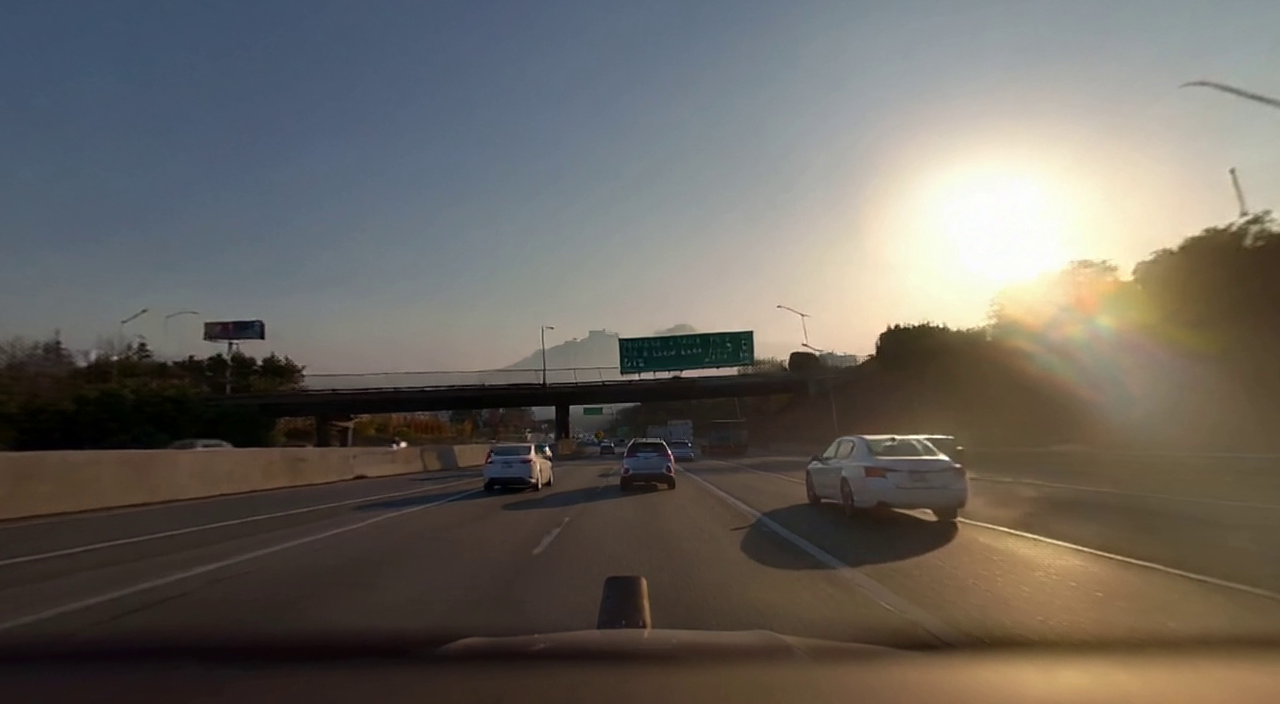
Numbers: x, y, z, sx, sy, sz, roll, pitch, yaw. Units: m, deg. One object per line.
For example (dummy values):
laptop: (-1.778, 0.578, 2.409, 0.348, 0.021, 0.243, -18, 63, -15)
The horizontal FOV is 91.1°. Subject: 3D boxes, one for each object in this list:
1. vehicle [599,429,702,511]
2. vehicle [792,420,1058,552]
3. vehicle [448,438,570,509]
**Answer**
vehicle: (0.229, 2.705, 14.846, 2.099, 1.640, 4.134, 0, -8, 0)
vehicle: (4.071, 1.990, 9.997, 2.210, 1.625, 4.249, 0, -8, 0)
vehicle: (-3.091, 2.967, 15.912, 2.011, 1.510, 4.698, 0, -8, 1)
